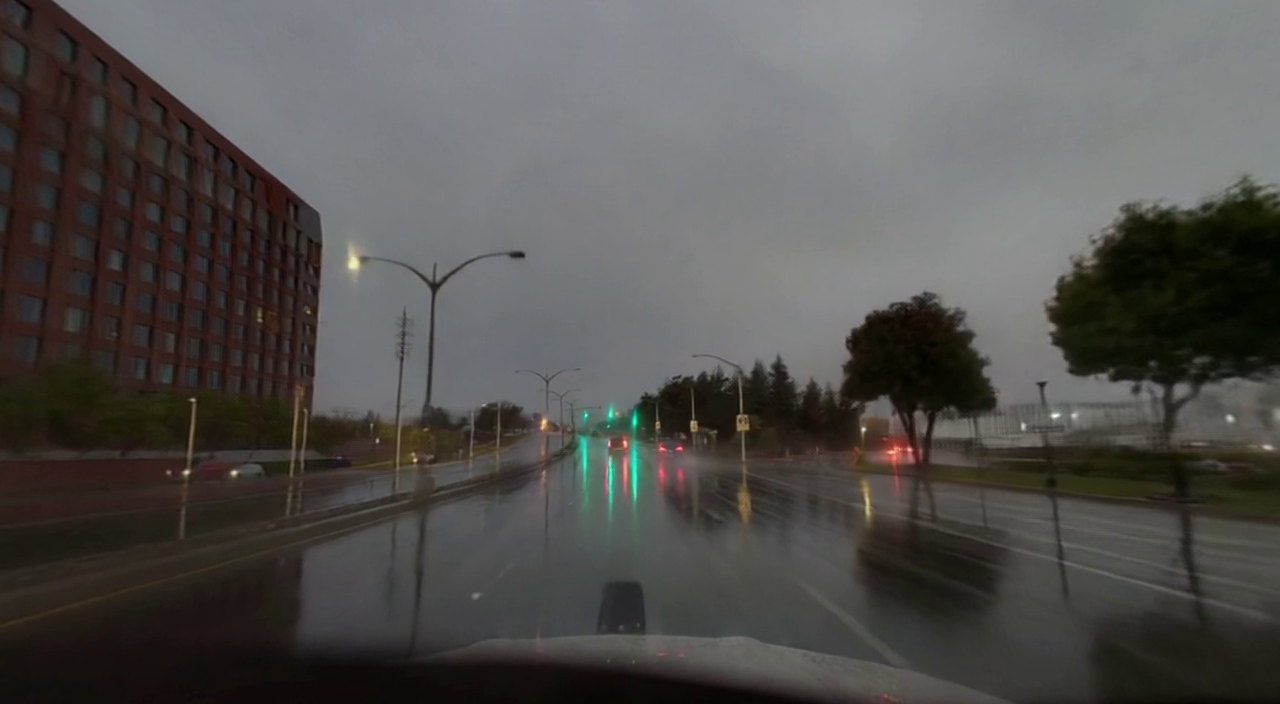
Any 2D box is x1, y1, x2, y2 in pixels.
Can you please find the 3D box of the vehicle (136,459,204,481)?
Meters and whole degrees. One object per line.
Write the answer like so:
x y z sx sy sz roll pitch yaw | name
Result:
-35.515 8.880 47.843 3.762 1.498 1.983 4 -10 -28 | vehicle

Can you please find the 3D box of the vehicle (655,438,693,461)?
2.284 6.721 43.667 2.090 1.506 4.382 0 -8 -3 | vehicle

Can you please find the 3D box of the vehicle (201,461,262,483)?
-30.265 8.897 46.956 1.732 1.427 4.059 0 -8 1 | vehicle
